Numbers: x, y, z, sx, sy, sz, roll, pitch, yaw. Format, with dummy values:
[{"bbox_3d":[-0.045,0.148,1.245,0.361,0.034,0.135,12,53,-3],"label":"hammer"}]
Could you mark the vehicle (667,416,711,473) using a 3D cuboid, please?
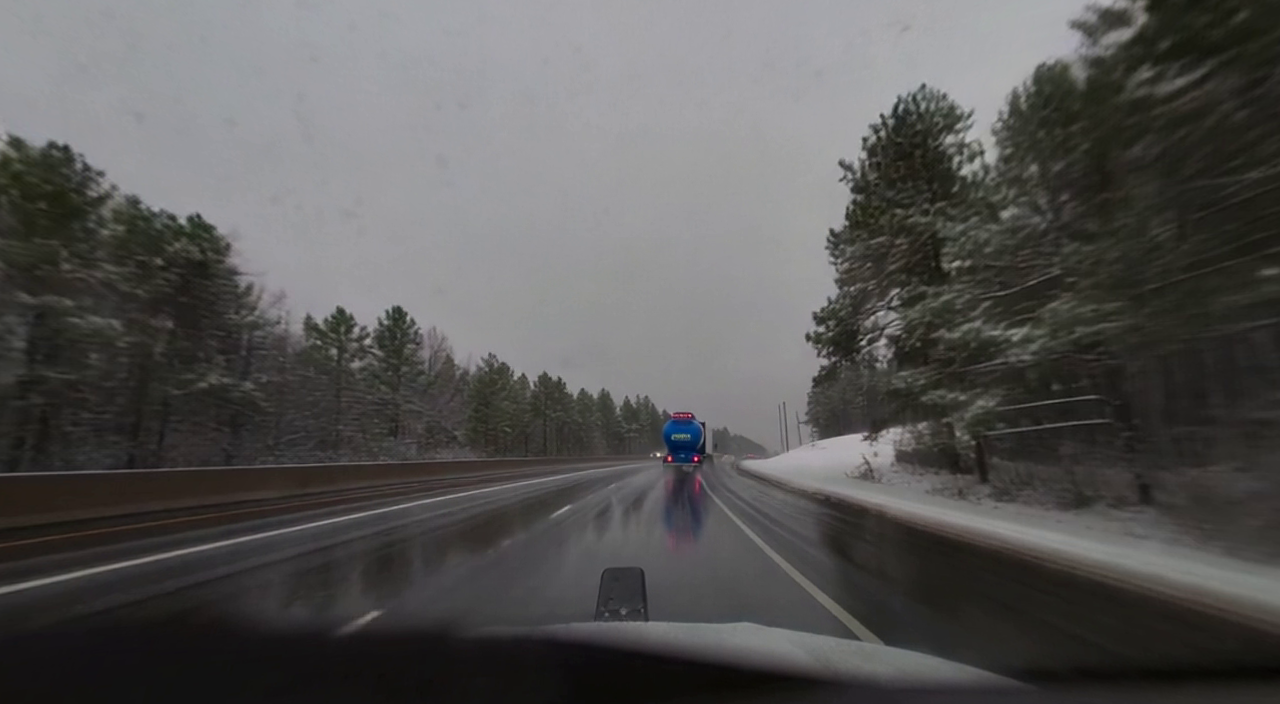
[{"bbox_3d":[3.922,7.193,48.783,2.907,3.747,13.318,0,-9,5],"label":"vehicle"}]
